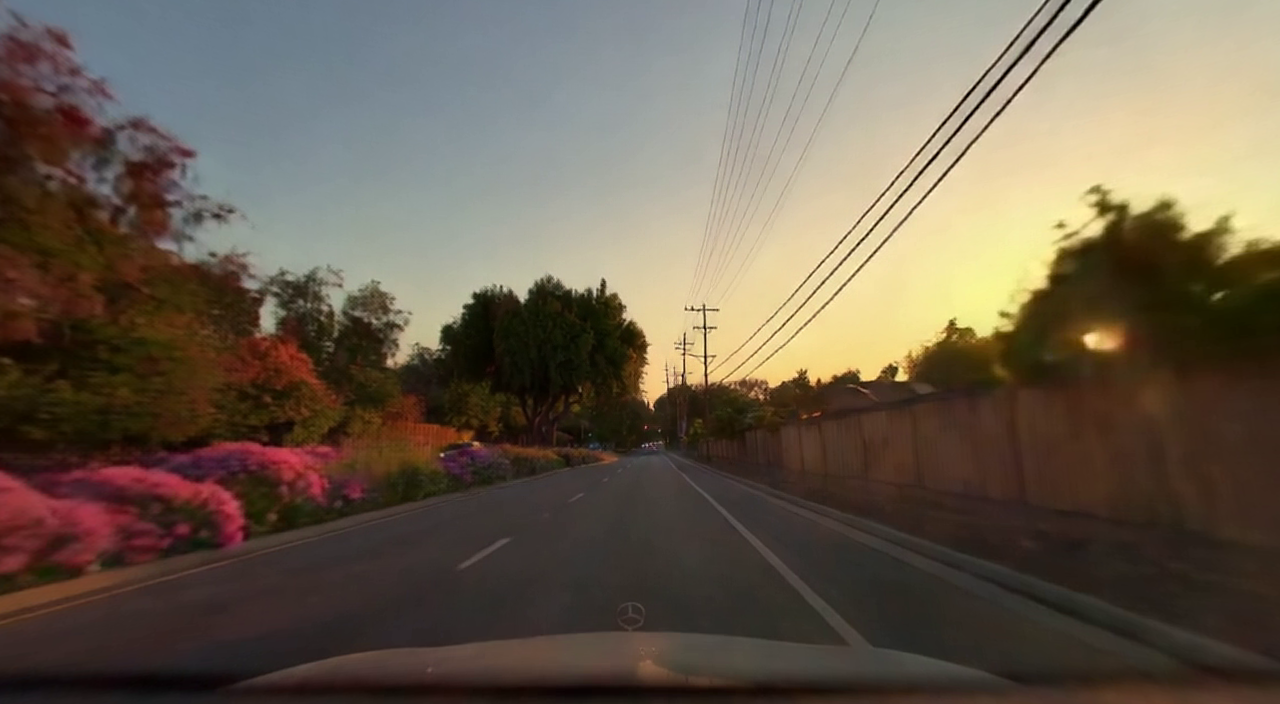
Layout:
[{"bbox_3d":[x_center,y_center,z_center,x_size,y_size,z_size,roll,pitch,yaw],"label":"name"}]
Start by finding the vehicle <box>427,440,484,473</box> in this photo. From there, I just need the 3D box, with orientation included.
[{"bbox_3d":[-10.858,6.145,37.418,2.044,1.815,4.244,0,-8,1],"label":"vehicle"}]
